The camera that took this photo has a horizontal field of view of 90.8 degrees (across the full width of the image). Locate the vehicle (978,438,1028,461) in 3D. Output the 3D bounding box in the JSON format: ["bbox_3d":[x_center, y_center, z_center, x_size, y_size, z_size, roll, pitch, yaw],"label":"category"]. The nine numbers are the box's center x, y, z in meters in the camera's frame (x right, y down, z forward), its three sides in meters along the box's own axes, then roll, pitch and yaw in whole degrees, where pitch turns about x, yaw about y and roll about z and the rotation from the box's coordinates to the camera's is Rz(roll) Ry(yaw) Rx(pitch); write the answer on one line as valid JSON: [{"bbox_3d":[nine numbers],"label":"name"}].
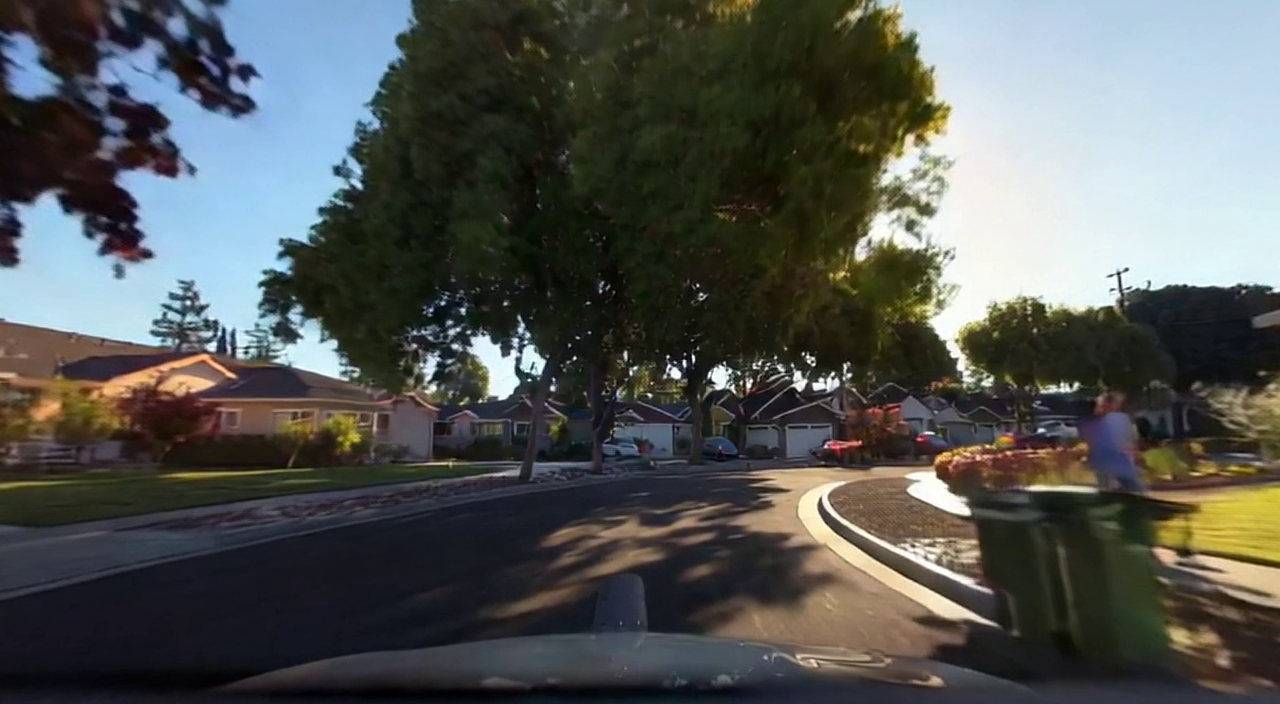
[{"bbox_3d":[26.068,7.033,45.533,1.873,1.556,4.216,-2,-9,12],"label":"vehicle"}]

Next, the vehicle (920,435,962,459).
[{"bbox_3d":[22.550,7.154,47.514,1.937,1.731,4.179,-2,-9,13],"label":"vehicle"}]
